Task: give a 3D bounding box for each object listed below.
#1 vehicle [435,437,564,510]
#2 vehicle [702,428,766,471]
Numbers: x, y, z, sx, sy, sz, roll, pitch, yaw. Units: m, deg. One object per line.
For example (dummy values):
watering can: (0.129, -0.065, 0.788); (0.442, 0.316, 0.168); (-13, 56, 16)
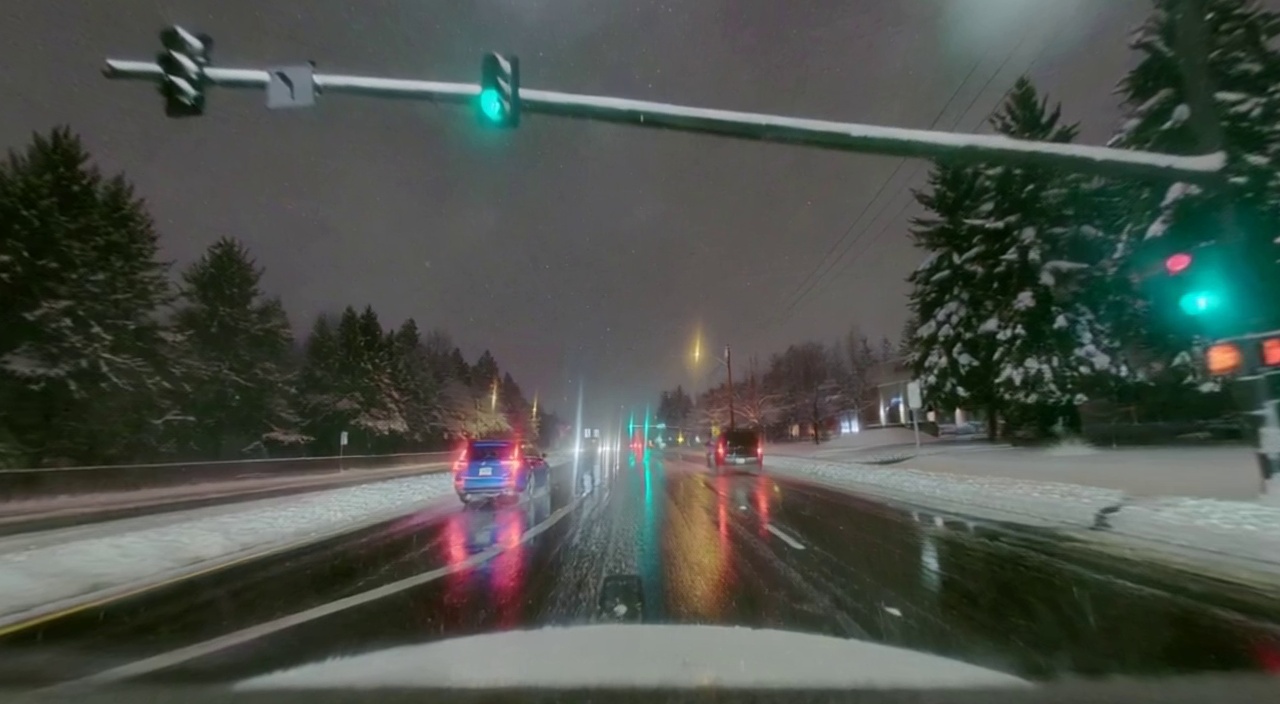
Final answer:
vehicle: (-3.118, 2.775, 15.008); (2.017, 1.470, 4.293); (0, -8, 1)
vehicle: (4.716, 5.028, 32.728); (2.476, 2.016, 5.586); (0, -8, 0)
